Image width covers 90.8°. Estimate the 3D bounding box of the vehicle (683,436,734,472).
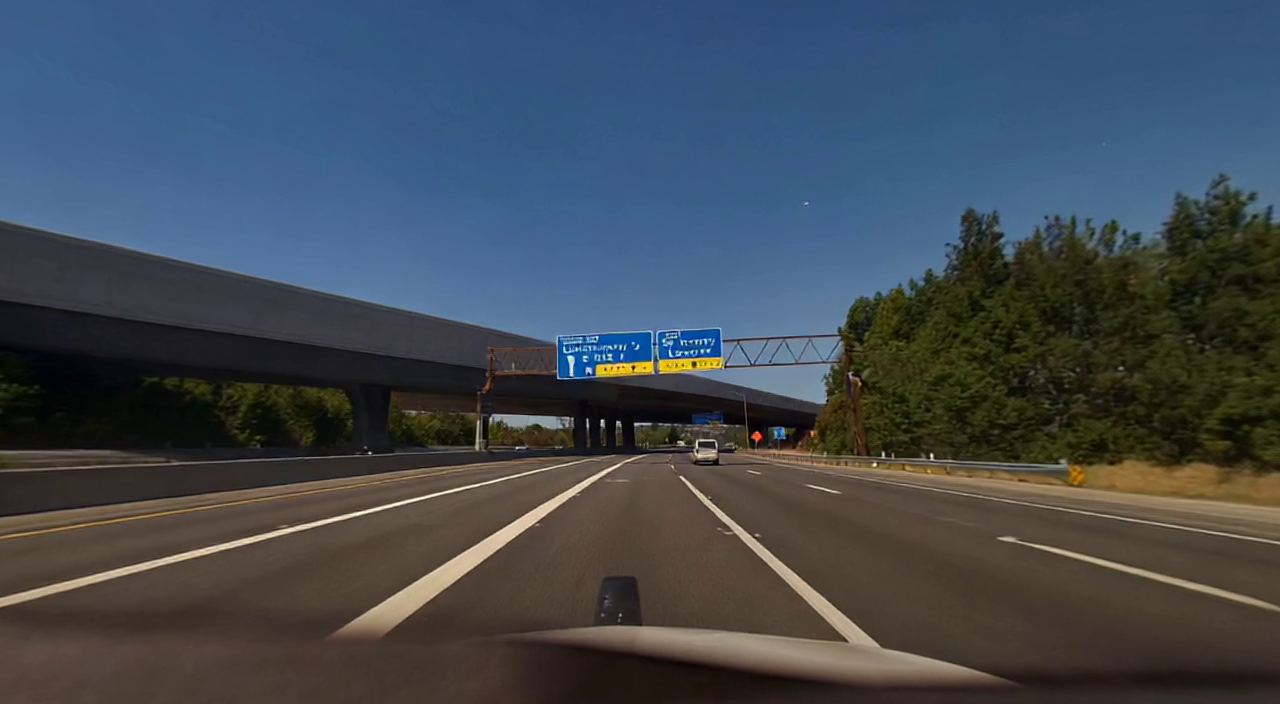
[{"bbox_3d":[3.524,5.365,33.318,2.224,1.738,4.376,0,-9,0],"label":"vehicle"}]
